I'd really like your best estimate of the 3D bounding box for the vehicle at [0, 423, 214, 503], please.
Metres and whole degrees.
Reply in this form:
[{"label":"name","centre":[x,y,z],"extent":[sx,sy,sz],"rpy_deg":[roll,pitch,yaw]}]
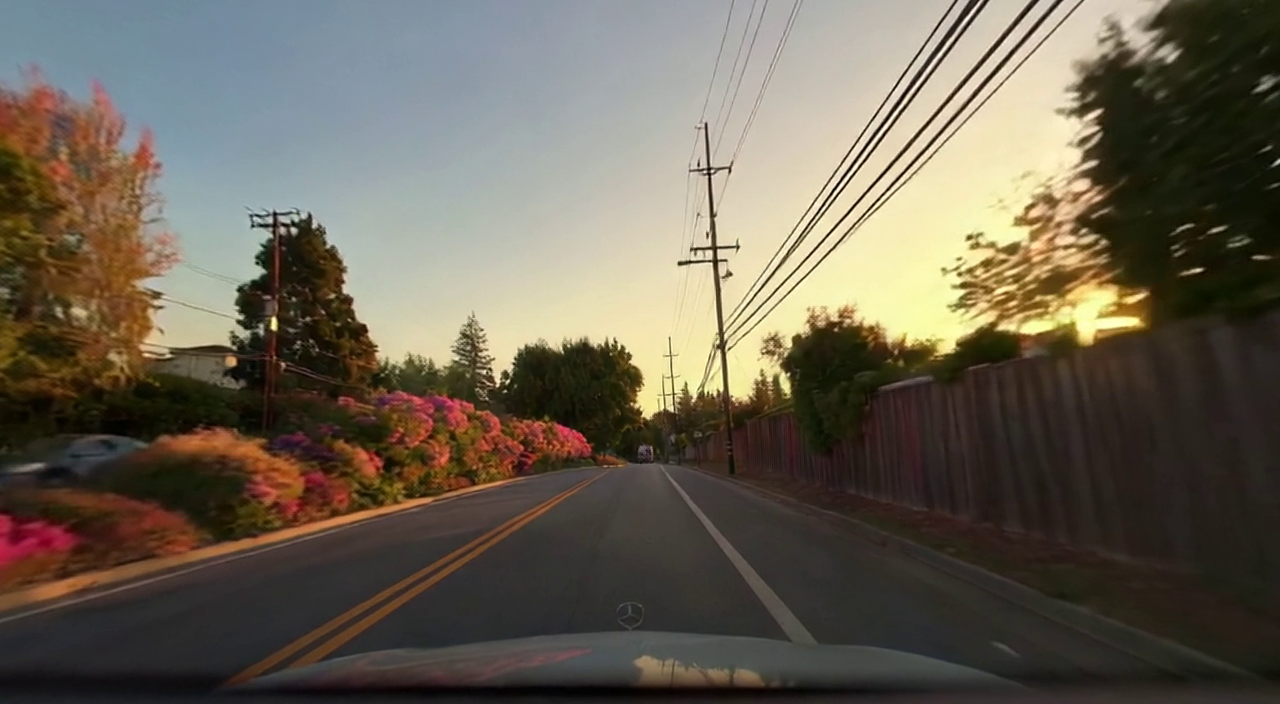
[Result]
[{"label":"vehicle","centre":[-15.115,3.023,17.600],"extent":[2.266,1.851,5.789],"rpy_deg":[0,-9,2]}]
